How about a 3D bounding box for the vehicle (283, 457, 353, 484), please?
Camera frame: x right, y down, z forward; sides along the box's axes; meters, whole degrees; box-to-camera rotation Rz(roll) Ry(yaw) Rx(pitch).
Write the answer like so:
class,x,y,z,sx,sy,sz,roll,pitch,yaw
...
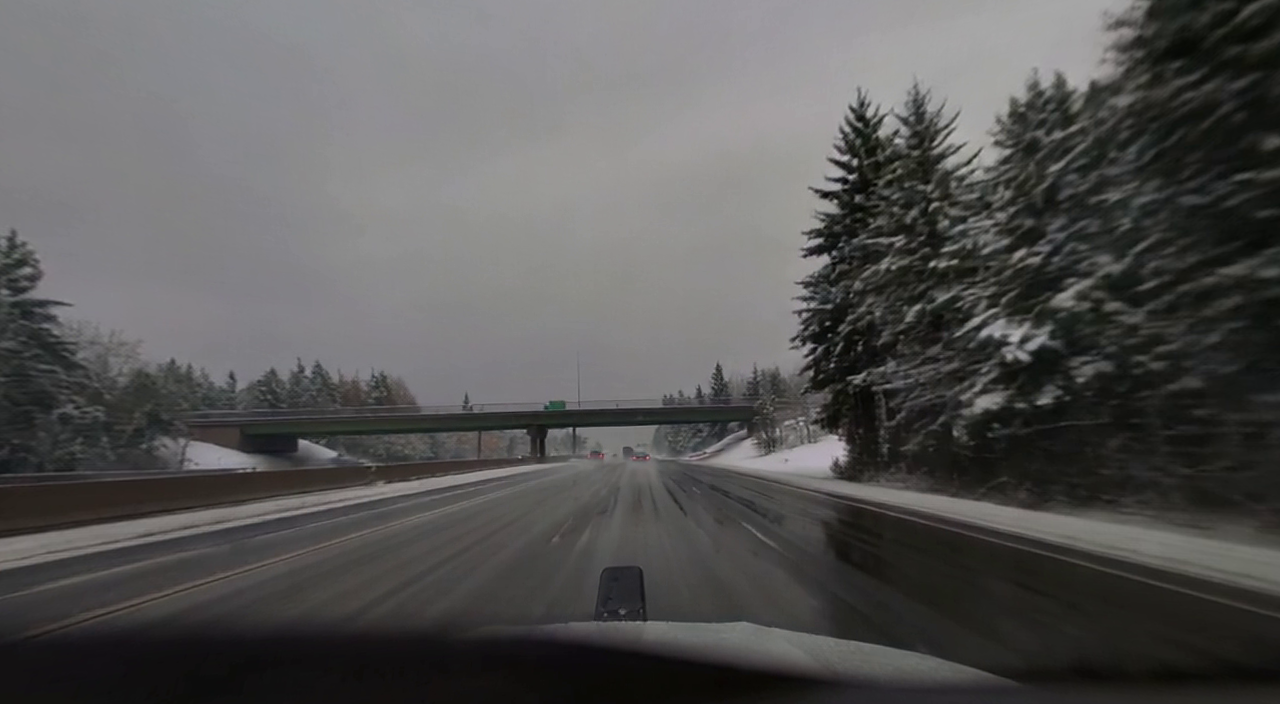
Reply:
class,x,y,z,sx,sy,sz,roll,pitch,yaw
vehicle,-19.248,7.081,37.865,1.833,1.416,4.504,0,-9,0
